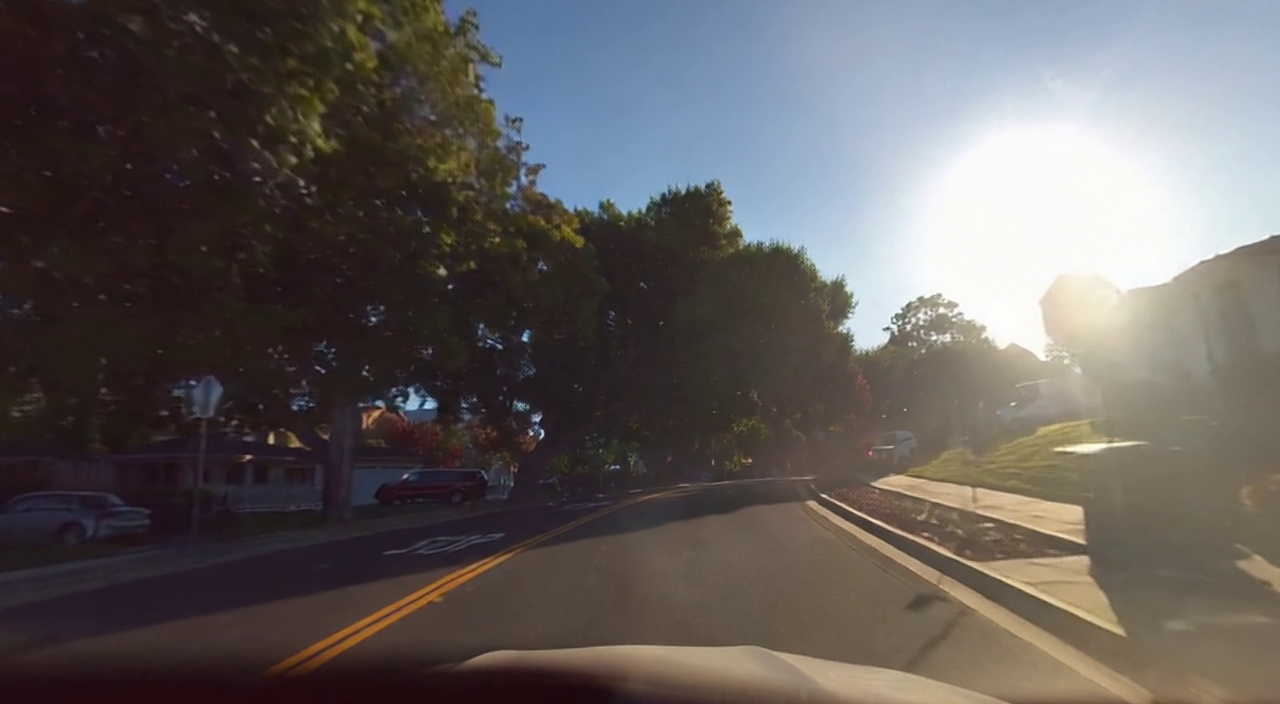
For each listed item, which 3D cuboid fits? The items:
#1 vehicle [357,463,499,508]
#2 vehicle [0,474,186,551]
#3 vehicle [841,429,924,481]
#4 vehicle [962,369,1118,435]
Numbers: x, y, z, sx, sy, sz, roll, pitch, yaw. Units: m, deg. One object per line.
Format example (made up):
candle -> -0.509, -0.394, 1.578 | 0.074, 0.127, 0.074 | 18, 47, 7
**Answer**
vehicle -> -9.610, 6.159, 29.018 | 5.643, 1.759, 2.110 | -1, -19, 3
vehicle -> -13.144, 3.591, 14.301 | 4.175, 1.492, 1.845 | 0, -9, -4
vehicle -> 9.749, 4.165, 25.813 | 2.163, 1.885, 4.804 | -2, -9, 10
vehicle -> 15.507, 1.919, 24.691 | 4.539, 2.010, 2.163 | -6, -1, 3
